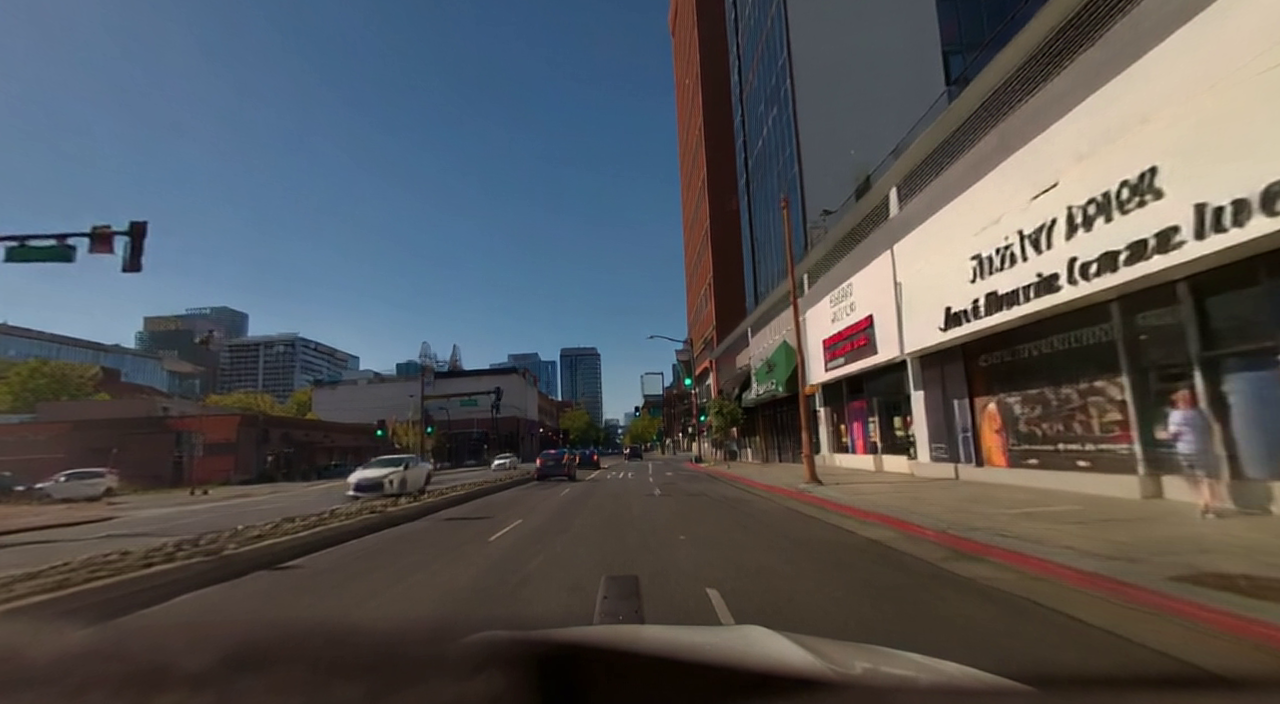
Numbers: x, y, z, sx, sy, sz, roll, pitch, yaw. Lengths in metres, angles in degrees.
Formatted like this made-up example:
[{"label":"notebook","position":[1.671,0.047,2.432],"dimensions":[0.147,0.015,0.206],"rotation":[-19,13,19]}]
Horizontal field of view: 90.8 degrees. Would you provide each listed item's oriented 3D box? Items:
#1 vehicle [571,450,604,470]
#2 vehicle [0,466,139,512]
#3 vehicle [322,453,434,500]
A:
[{"label":"vehicle","position":[-3.832,7.939,46.479],"dimensions":[1.962,1.420,4.021],"rotation":[0,-9,1]},{"label":"vehicle","position":[-26.927,6.251,29.220],"dimensions":[2.059,1.804,5.347],"rotation":[-5,-10,27]},{"label":"vehicle","position":[-9.647,4.578,23.793],"dimensions":[1.994,1.550,5.009],"rotation":[0,-9,1]}]
